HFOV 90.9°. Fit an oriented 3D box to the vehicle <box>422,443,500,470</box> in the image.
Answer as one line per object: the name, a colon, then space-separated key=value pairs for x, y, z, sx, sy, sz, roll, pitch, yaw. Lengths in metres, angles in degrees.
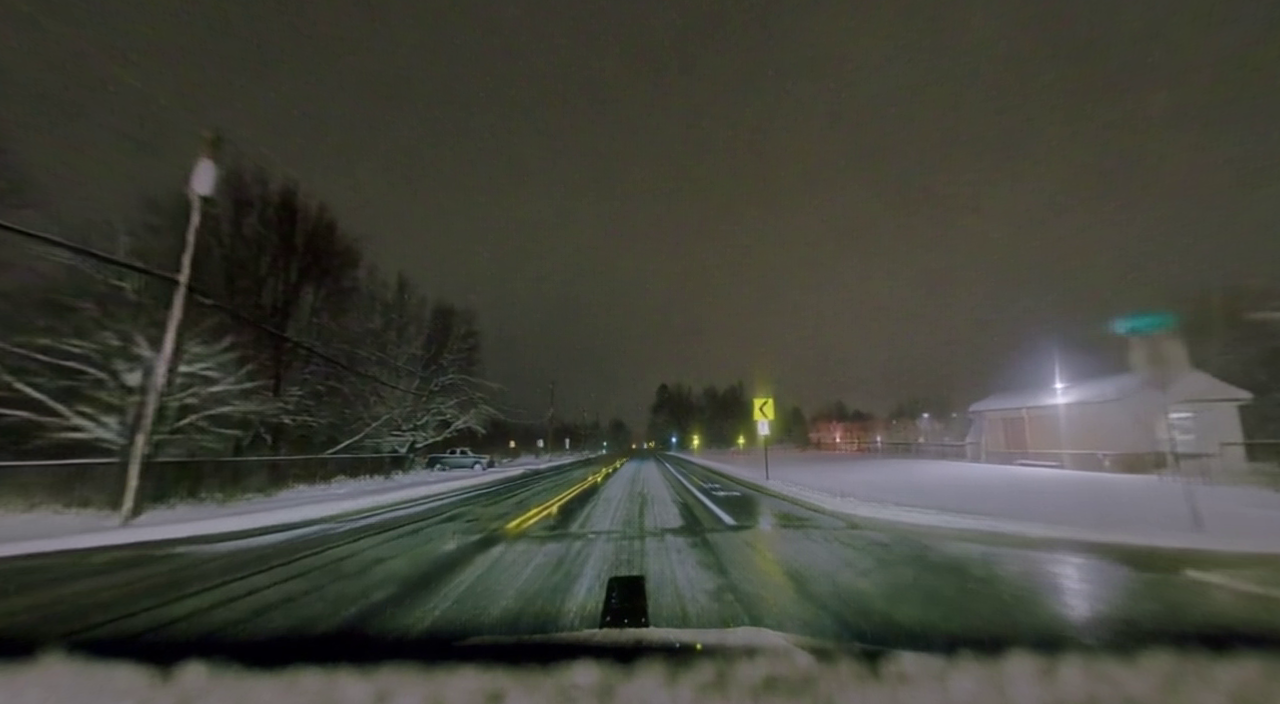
vehicle: x=-12.442 y=7.309 z=44.029 sx=4.813 sy=1.763 sz=2.048 roll=1 pitch=-9 yaw=0
